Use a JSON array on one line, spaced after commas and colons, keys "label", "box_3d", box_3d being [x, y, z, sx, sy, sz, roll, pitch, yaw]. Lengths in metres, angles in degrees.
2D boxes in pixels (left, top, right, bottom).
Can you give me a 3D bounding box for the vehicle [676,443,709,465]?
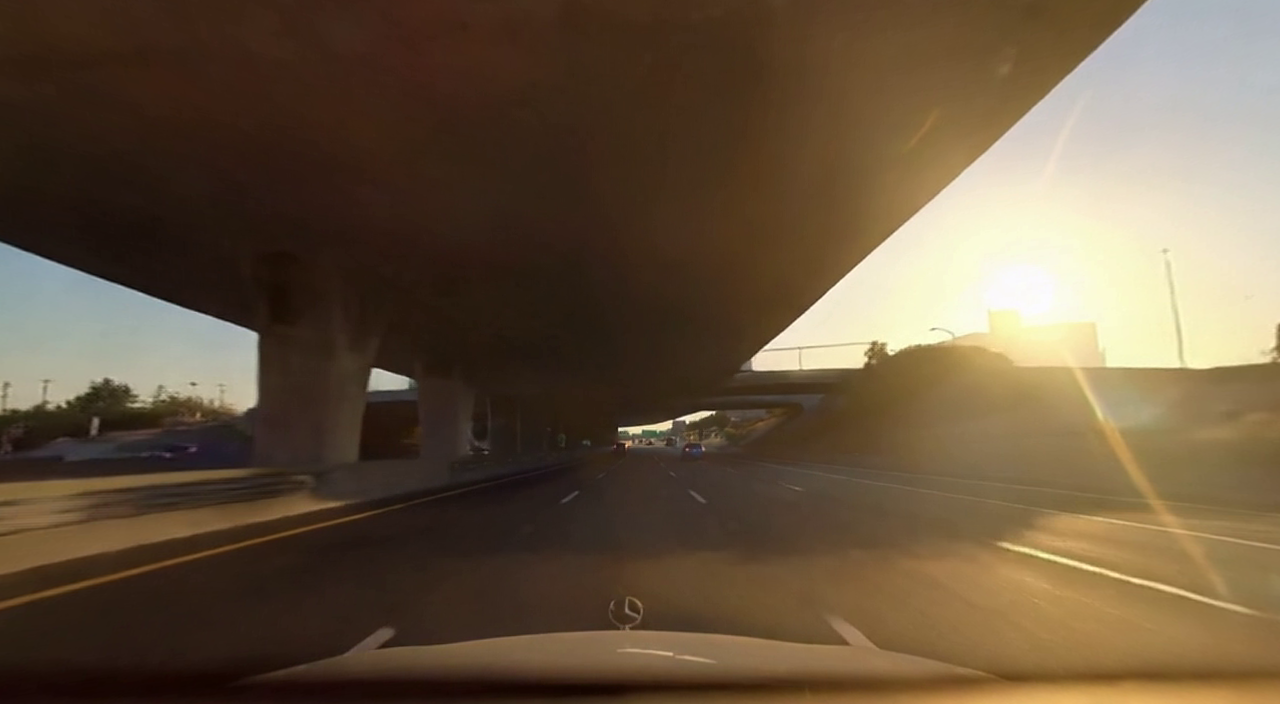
[{"label": "vehicle", "box_3d": [3.895, 7.618, 47.344, 1.949, 1.515, 4.374, 0, -9, -1]}]
